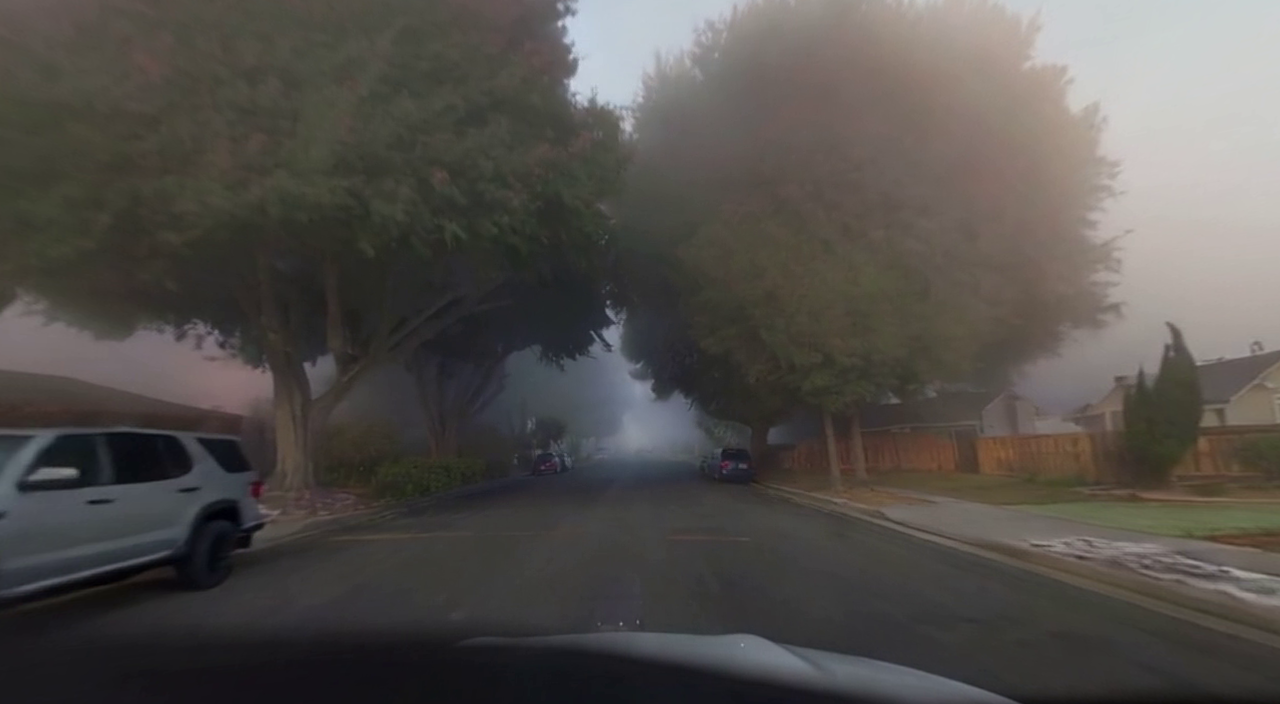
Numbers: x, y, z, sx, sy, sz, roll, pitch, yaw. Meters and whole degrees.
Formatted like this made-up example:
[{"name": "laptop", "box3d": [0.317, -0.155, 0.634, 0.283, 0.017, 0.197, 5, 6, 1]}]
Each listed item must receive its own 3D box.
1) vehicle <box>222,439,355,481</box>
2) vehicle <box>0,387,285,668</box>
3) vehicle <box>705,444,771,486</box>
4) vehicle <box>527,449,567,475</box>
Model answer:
[{"name": "vehicle", "box3d": [-15.332, 4.725, 27.768, 4.530, 1.777, 2.107, 0, -9, -3]}, {"name": "vehicle", "box3d": [-5.711, 1.425, 5.637, 2.341, 1.942, 5.044, 0, -9, -3]}, {"name": "vehicle", "box3d": [4.023, 4.715, 26.738, 1.996, 1.585, 4.371, 0, -9, -1]}, {"name": "vehicle", "box3d": [-6.077, 7.234, 41.785, 1.944, 1.621, 4.187, -1, -9, 1]}]
